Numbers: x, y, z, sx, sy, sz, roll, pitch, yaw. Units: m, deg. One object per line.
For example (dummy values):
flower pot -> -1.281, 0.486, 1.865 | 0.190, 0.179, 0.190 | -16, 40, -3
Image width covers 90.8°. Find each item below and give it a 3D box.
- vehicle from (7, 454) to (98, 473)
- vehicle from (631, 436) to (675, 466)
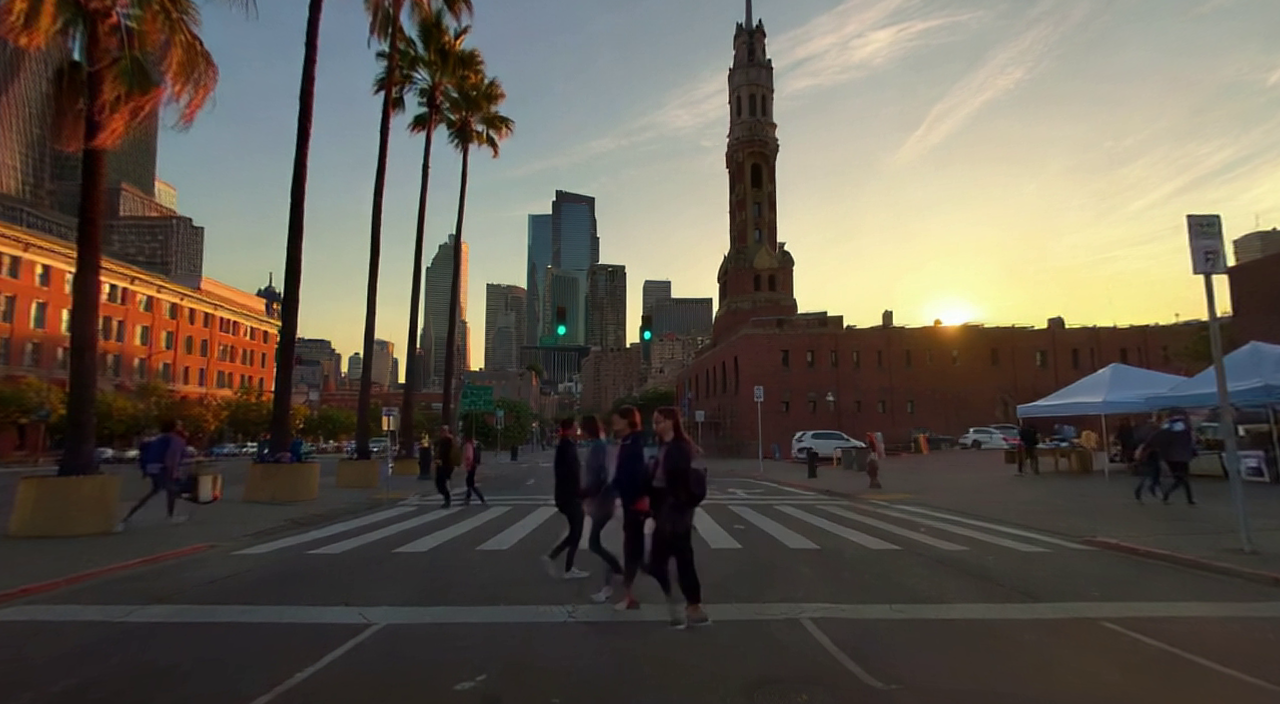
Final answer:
vehicle -> -45.939, 8.711, 49.570 | 2.121, 1.294, 5.167 | 0, -8, 1
vehicle -> 0.893, 7.262, 46.546 | 2.322, 2.071, 5.366 | 1, -9, -9
